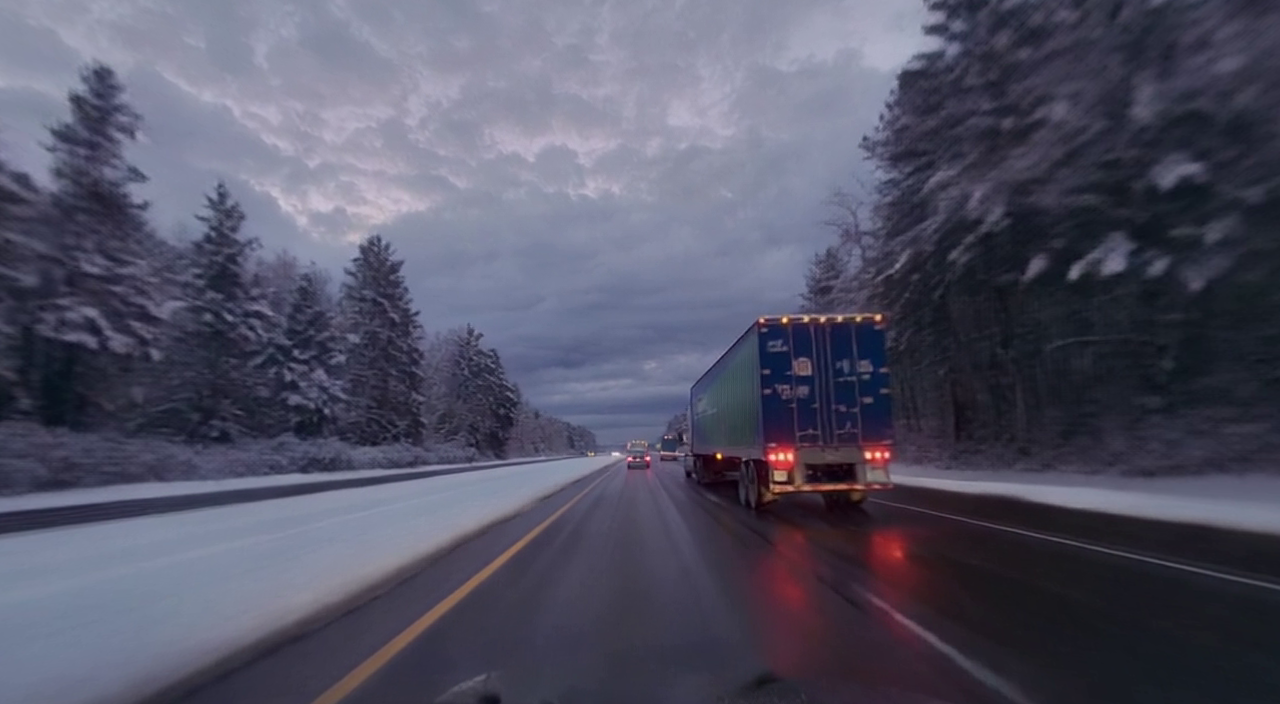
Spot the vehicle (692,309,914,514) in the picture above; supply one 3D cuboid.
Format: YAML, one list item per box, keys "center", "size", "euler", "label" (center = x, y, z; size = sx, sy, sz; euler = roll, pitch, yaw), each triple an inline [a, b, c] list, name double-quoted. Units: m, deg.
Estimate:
- center: [3.699, 2.028, 18.330]
  size: [3.440, 4.090, 11.380]
  euler: [-1, -9, 0]
  label: "vehicle"
